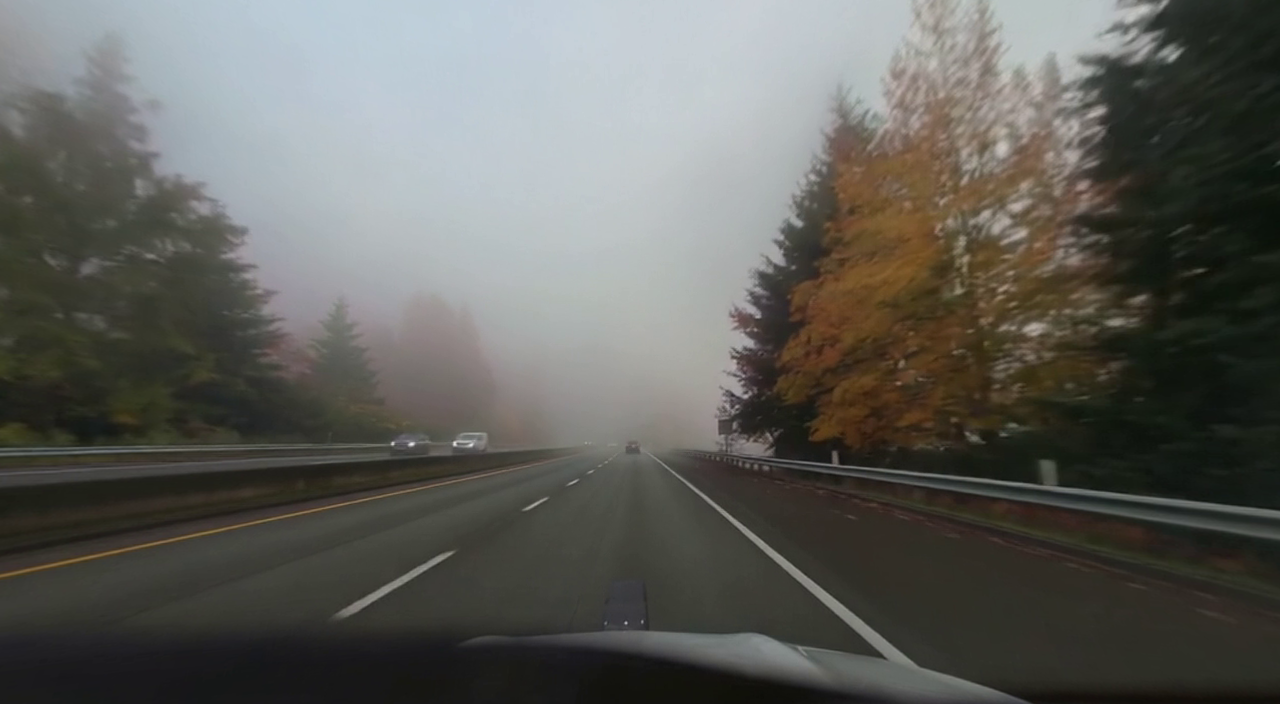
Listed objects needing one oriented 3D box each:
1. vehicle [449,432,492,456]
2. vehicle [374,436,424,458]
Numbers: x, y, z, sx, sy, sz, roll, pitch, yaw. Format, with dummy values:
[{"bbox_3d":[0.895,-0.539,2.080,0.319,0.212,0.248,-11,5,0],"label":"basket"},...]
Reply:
[{"bbox_3d":[-12.950,7.066,48.371,2.040,1.719,4.701,0,-8,0],"label":"vehicle"},{"bbox_3d":[-17.079,6.752,44.773,1.848,1.508,4.253,0,-8,0],"label":"vehicle"}]
